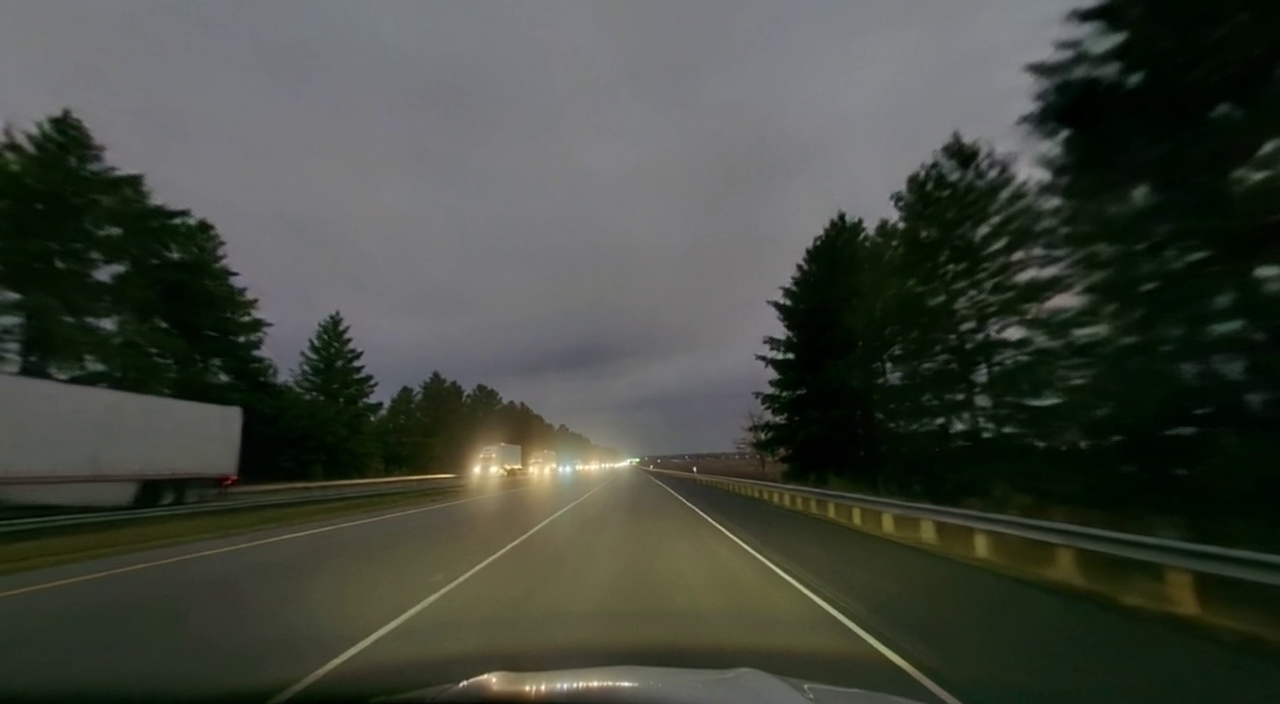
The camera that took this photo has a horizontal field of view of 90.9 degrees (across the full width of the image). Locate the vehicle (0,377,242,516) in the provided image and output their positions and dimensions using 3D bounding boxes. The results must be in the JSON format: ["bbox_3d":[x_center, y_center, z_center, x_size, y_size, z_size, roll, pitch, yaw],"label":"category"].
[{"bbox_3d":[-17.108,3.169,20.452,2.816,3.554,8.526,0,-10,-1],"label":"vehicle"}]
